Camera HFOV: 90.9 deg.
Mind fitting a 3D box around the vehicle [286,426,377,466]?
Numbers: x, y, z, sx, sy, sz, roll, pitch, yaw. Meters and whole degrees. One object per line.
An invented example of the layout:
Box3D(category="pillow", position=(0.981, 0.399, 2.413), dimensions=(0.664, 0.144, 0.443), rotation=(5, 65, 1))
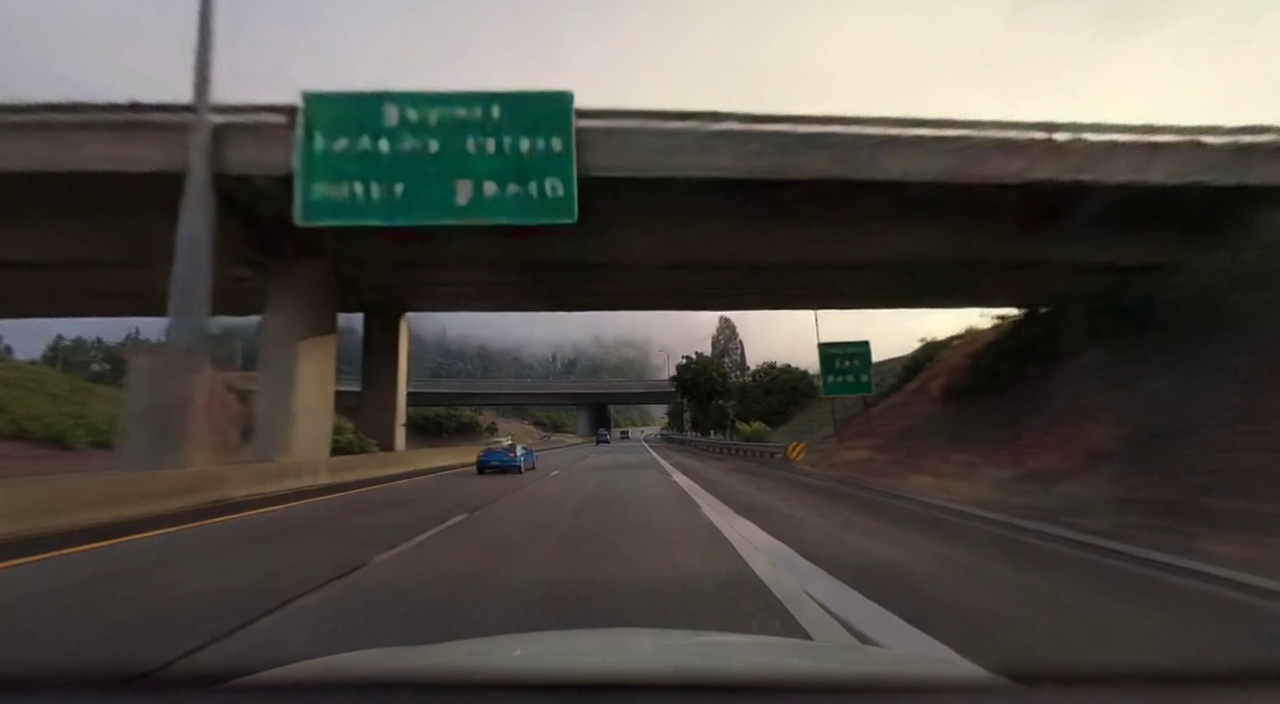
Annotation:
Box3D(category="vehicle", position=(-13.653, 4.178, 28.190), dimensions=(1.945, 1.625, 4.197), rotation=(0, -8, 0))

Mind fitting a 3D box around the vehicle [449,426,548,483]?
Box3D(category="vehicle", position=(-4.361, 3.223, 20.265), dimensions=(2.086, 1.624, 4.607), rotation=(0, -8, 0))
